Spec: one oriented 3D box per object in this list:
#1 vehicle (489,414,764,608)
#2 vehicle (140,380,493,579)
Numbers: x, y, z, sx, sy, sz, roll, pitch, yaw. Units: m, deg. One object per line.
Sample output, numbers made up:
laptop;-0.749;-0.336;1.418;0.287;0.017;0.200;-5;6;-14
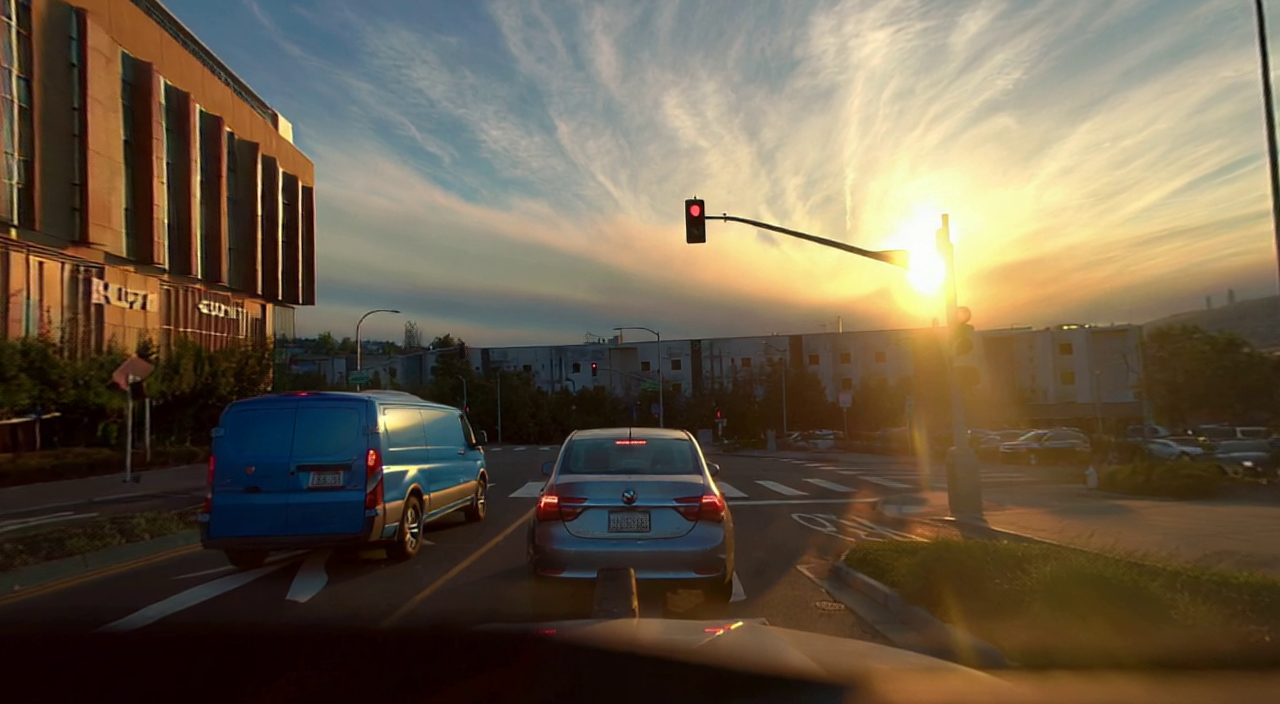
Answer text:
vehicle;-0.110;1.466;6.775;2.064;1.452;3.942;0;-8;0
vehicle;-3.585;1.513;8.421;2.076;1.820;5.100;0;-8;-1
